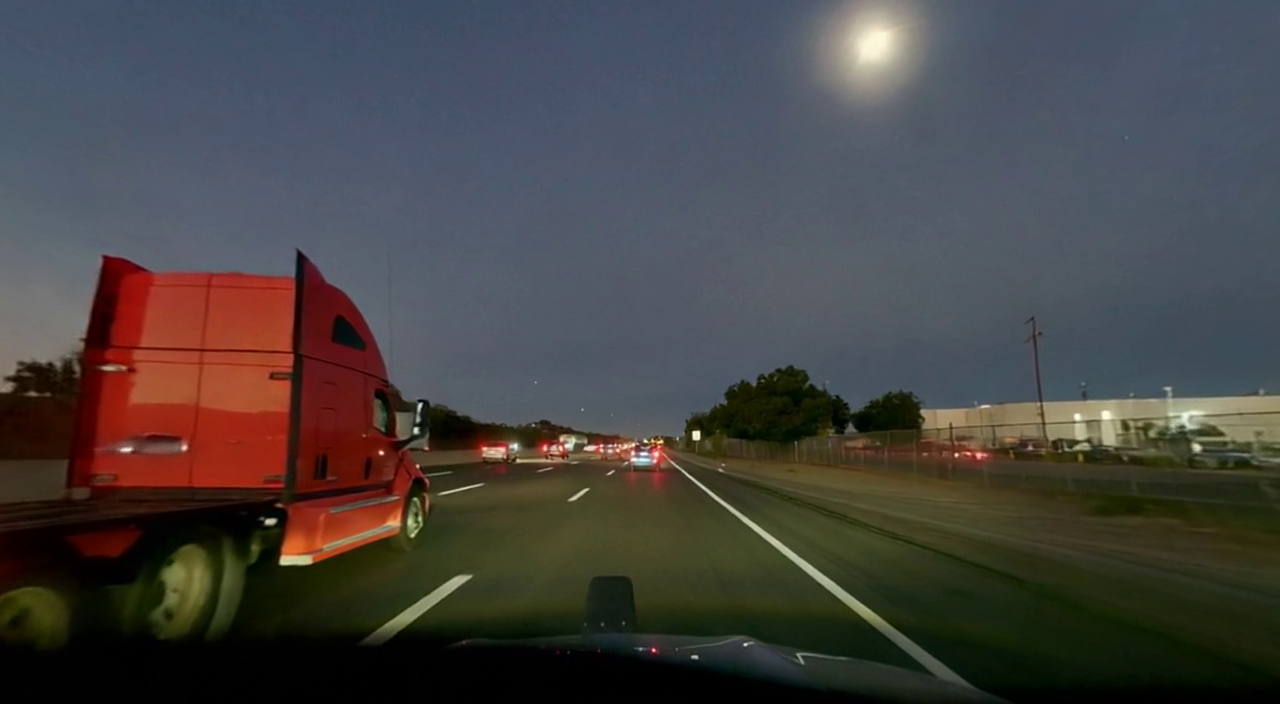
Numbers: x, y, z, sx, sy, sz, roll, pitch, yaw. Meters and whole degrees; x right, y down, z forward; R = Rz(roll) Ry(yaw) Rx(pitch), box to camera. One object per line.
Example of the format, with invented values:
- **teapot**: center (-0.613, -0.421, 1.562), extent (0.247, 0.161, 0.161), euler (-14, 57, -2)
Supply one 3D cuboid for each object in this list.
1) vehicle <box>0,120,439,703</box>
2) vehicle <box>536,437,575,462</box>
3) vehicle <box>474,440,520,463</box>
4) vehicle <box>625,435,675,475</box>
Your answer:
- **vehicle**: center (-3.430, 0.612, 3.400), extent (2.693, 2.348, 5.694), euler (0, -8, 1)
- **vehicle**: center (-6.222, 7.243, 47.054), extent (2.105, 1.790, 4.689), euler (0, -8, 2)
- **vehicle**: center (-10.058, 7.034, 44.856), extent (1.910, 1.501, 5.004), euler (-1, -8, 2)
- **vehicle**: center (0.451, 4.675, 28.845), extent (2.136, 1.678, 4.052), euler (0, -8, 1)
